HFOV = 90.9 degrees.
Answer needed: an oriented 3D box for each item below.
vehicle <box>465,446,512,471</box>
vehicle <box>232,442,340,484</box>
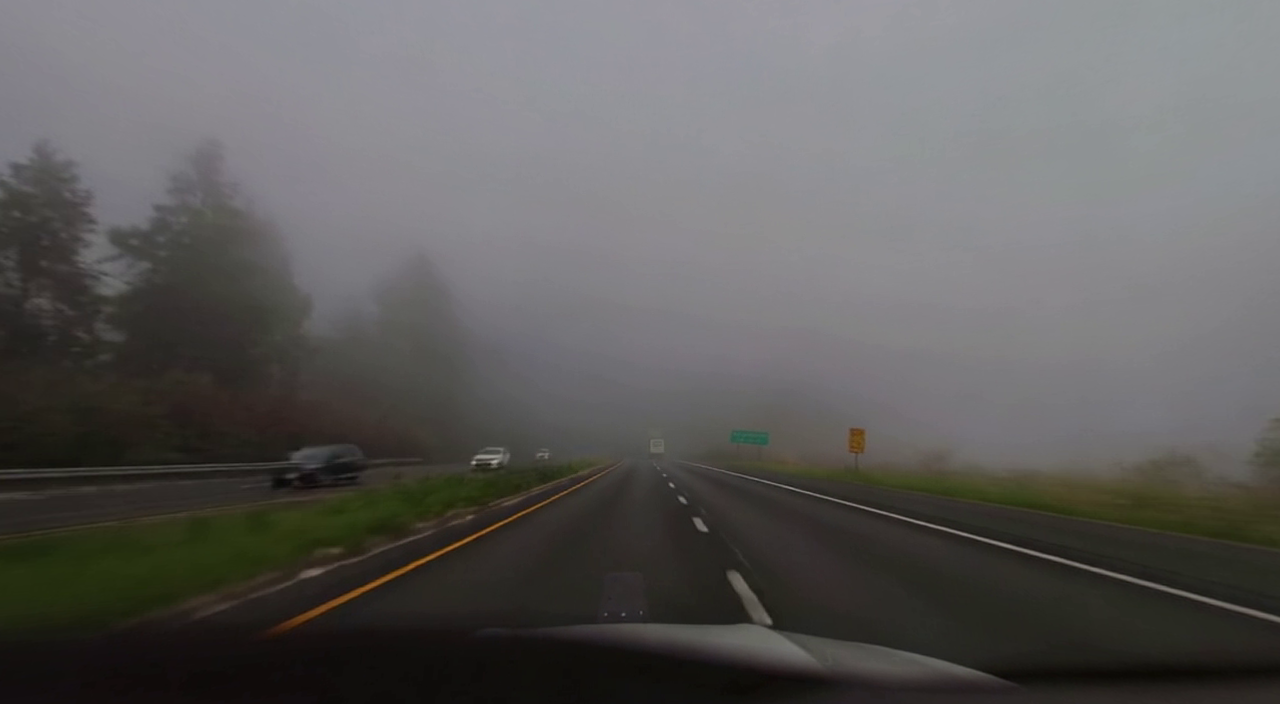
[{"bbox_3d":[-9.605,6.777,40.284,1.898,1.473,4.010,0,-9,1],"label":"vehicle"},{"bbox_3d":[-13.386,4.209,24.112,1.873,1.466,3.722,0,-9,1],"label":"vehicle"}]
